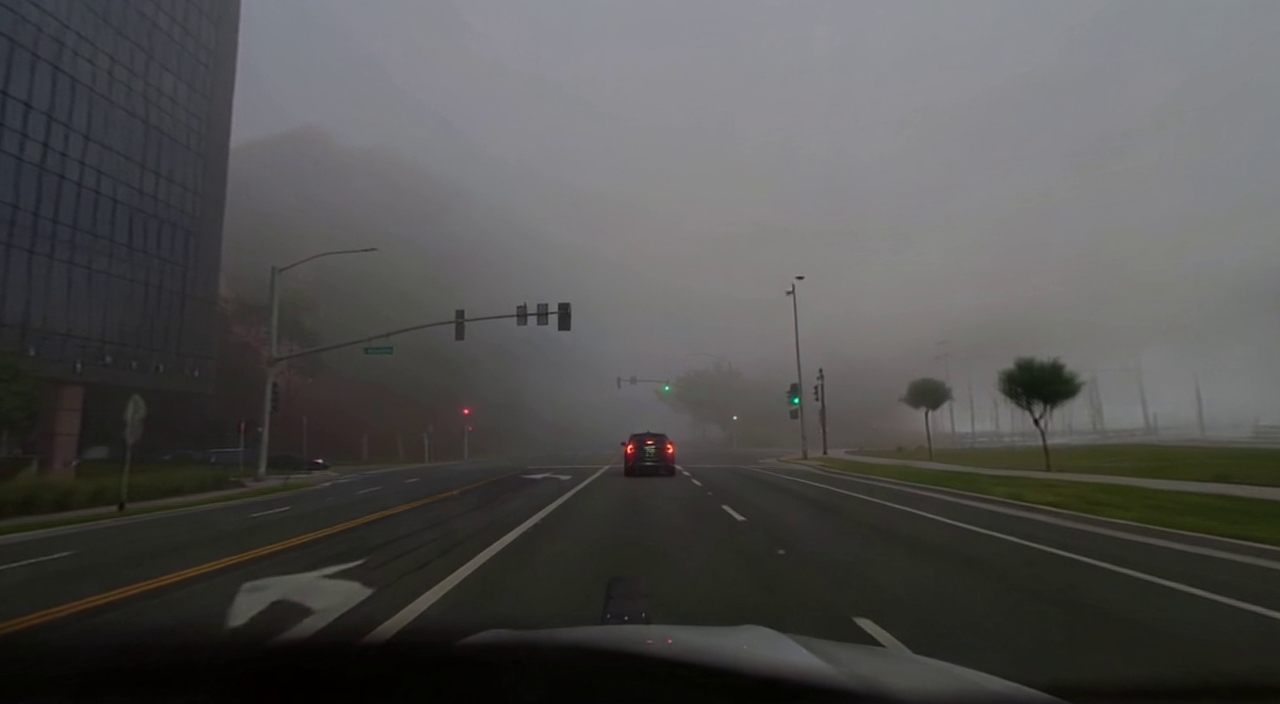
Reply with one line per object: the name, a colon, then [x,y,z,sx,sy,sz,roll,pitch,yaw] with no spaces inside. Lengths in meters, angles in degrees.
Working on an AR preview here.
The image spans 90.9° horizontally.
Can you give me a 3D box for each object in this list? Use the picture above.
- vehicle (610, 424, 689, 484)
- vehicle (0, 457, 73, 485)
vehicle: [0.251,3.121,19.513,2.184,1.640,4.086,0,-8,0]
vehicle: [-35.473,6.733,35.795,4.494,1.475,1.893,0,-8,-3]
